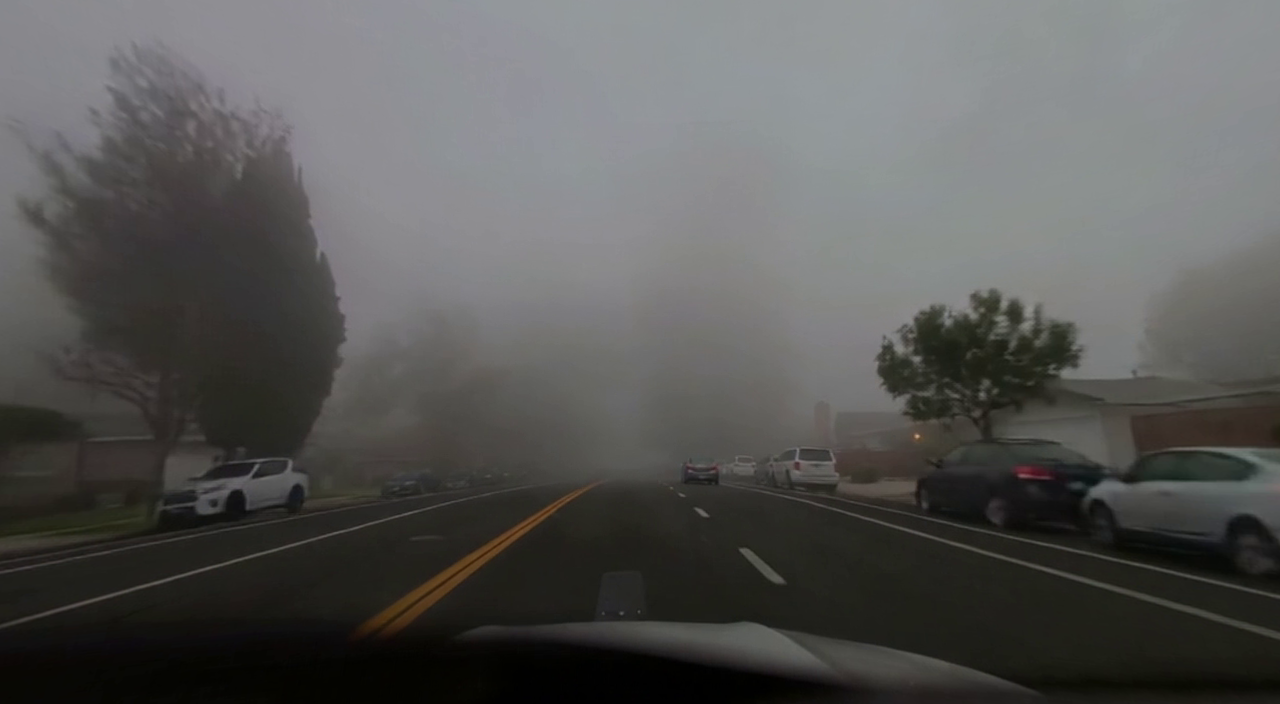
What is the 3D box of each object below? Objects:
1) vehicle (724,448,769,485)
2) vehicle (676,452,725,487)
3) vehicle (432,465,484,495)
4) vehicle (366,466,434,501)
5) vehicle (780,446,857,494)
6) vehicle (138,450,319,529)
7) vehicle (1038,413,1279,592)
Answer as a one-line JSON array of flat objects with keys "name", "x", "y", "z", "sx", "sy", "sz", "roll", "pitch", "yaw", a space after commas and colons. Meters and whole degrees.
[{"name": "vehicle", "x": 7.126, "y": 7.681, "z": 42.774, "sx": 2.081, "sy": 2.286, "sz": 4.941, "roll": 0, "pitch": -9, "yaw": -2}, {"name": "vehicle", "x": 3.060, "y": 6.021, "z": 32.792, "sx": 1.951, "sy": 1.620, "sz": 4.582, "roll": 0, "pitch": -8, "yaw": -2}, {"name": "vehicle", "x": -11.868, "y": 8.346, "z": 41.490, "sx": 1.888, "sy": 1.668, "sz": 5.052, "roll": 0, "pitch": -9, "yaw": 0}, {"name": "vehicle", "x": -11.822, "y": 6.476, "z": 31.446, "sx": 1.809, "sy": 1.476, "sz": 4.423, "roll": 0, "pitch": -9, "yaw": -2}, {"name": "vehicle", "x": 7.473, "y": 4.958, "z": 27.010, "sx": 1.873, "sy": 1.867, "sz": 4.673, "roll": 0, "pitch": -9, "yaw": -1}, {"name": "vehicle", "x": -11.609, "y": 3.850, "z": 18.342, "sx": 2.181, "sy": 1.920, "sz": 4.570, "roll": 0, "pitch": -8, "yaw": -1}, {"name": "vehicle", "x": 7.484, "y": 1.691, "z": 7.533, "sx": 2.071, "sy": 1.793, "sz": 5.072, "roll": 0, "pitch": -8, "yaw": -1}]
